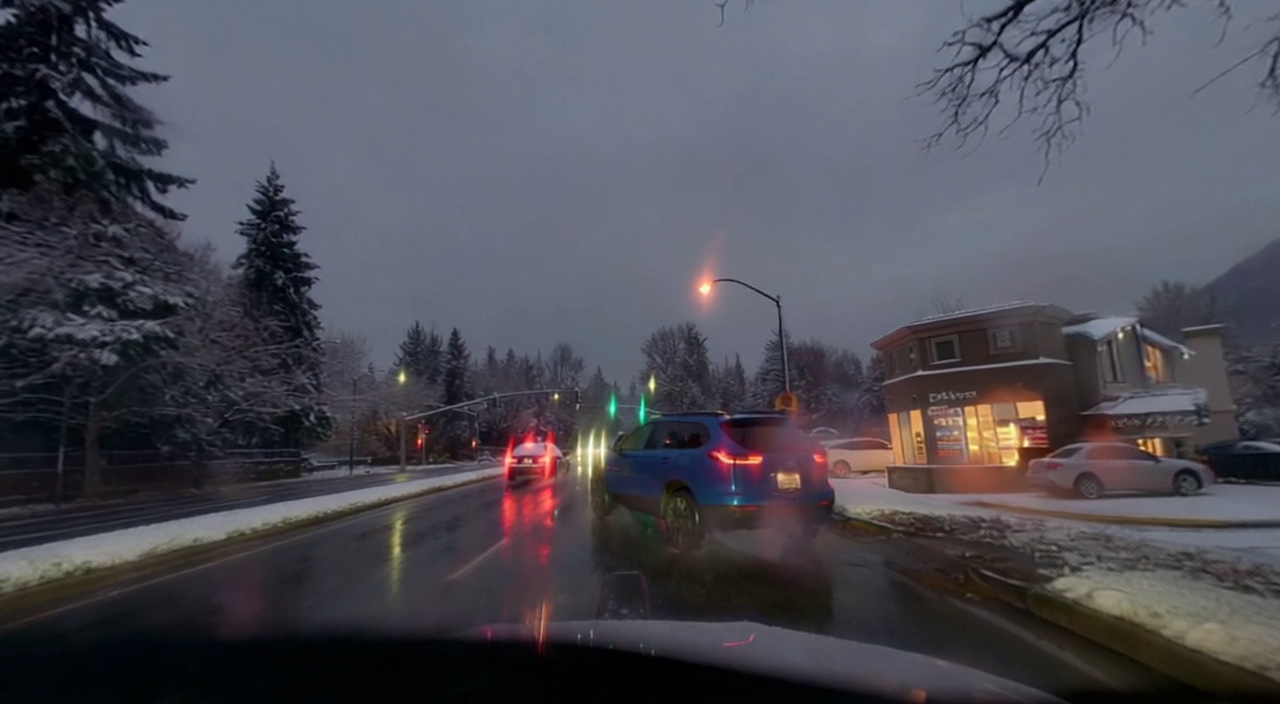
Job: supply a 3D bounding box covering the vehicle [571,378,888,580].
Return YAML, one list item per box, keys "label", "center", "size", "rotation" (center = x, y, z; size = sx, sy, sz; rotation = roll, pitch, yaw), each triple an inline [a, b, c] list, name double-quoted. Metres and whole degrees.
- label: "vehicle"
  center: [0.805, 1.605, 8.703]
  size: [2.052, 1.955, 4.642]
  rotation: [4, -9, -25]

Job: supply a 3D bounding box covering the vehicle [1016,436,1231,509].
- label: "vehicle"
  center: [12.231, 3.052, 16.093]
  size: [3.871, 1.525, 1.835]
  rotation: [-3, -9, 0]

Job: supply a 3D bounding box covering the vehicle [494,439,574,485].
- label: "vehicle"
  center: [-3.694, 3.929, 22.773]
  size: [2.026, 1.466, 4.282]
  rotation: [0, -8, 2]
